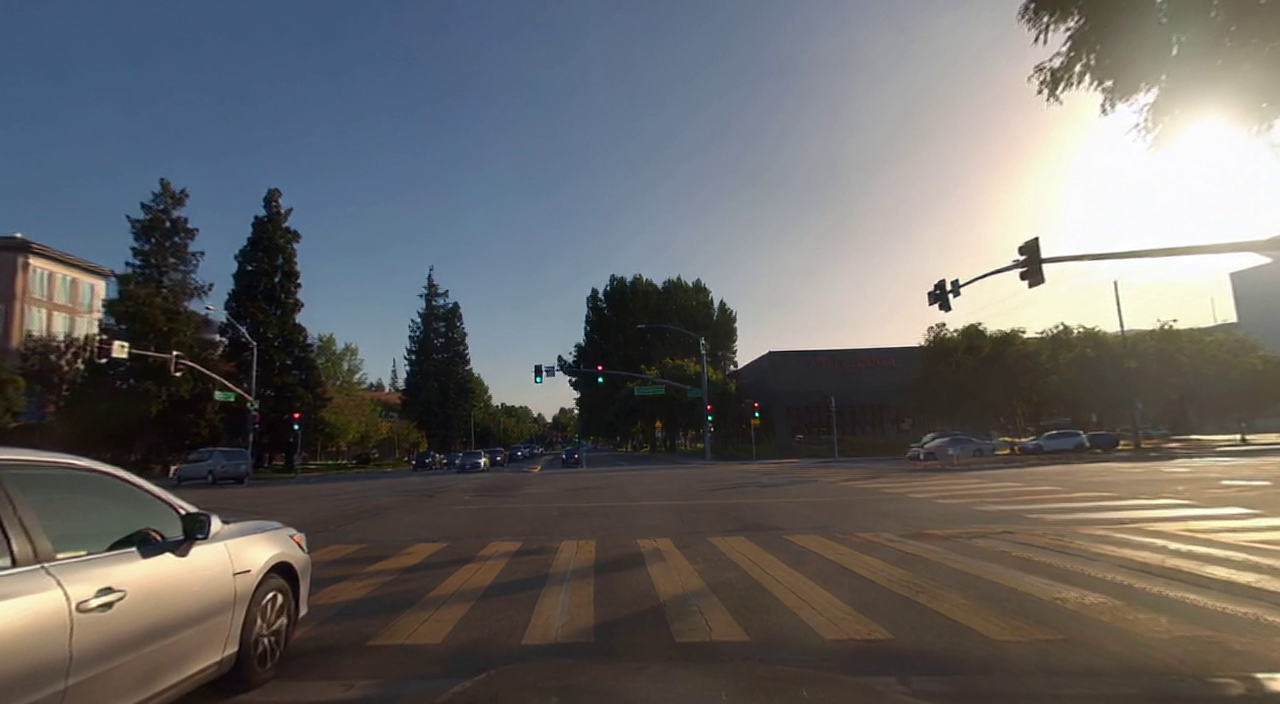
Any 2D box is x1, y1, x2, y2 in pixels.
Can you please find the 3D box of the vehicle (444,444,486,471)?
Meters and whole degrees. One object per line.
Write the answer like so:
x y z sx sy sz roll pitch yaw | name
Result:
-12.876 7.768 46.802 2.051 1.715 4.346 -2 -6 -3 | vehicle

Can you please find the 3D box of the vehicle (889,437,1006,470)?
14.921 4.940 30.832 4.660 1.495 2.007 0 -8 -2 | vehicle

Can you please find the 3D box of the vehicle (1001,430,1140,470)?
16.910 3.868 24.962 4.181 1.483 1.831 0 -8 -3 | vehicle

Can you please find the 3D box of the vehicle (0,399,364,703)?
-3.072 0.967 2.494 1.919 1.478 4.720 0 -8 -1 | vehicle
